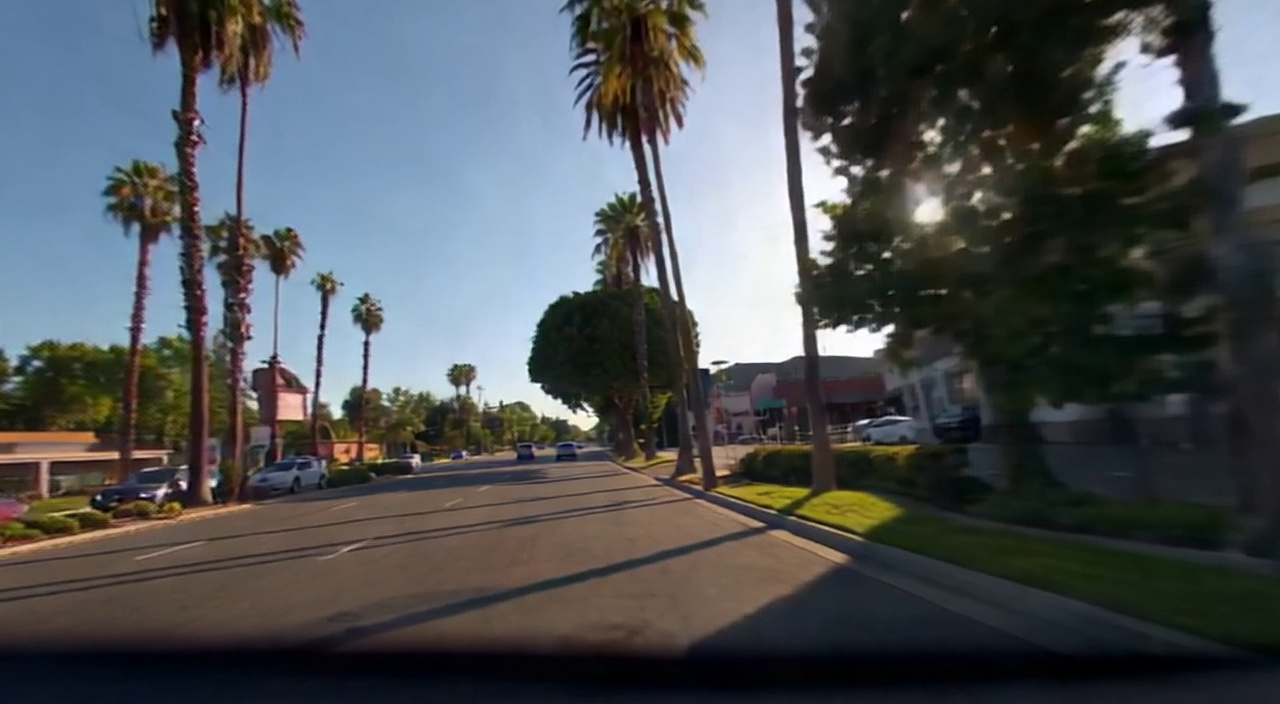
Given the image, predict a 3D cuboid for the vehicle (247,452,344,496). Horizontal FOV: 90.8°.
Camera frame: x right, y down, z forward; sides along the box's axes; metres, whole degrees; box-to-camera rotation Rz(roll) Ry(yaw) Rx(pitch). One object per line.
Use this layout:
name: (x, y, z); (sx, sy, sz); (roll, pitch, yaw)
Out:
vehicle: (-16.348, 5.776, 30.320); (2.306, 1.807, 4.927); (1, -8, -6)

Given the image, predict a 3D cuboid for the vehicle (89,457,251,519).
vehicle: (-15.252, 4.370, 20.906); (2.199, 1.696, 4.440); (1, -8, -6)
